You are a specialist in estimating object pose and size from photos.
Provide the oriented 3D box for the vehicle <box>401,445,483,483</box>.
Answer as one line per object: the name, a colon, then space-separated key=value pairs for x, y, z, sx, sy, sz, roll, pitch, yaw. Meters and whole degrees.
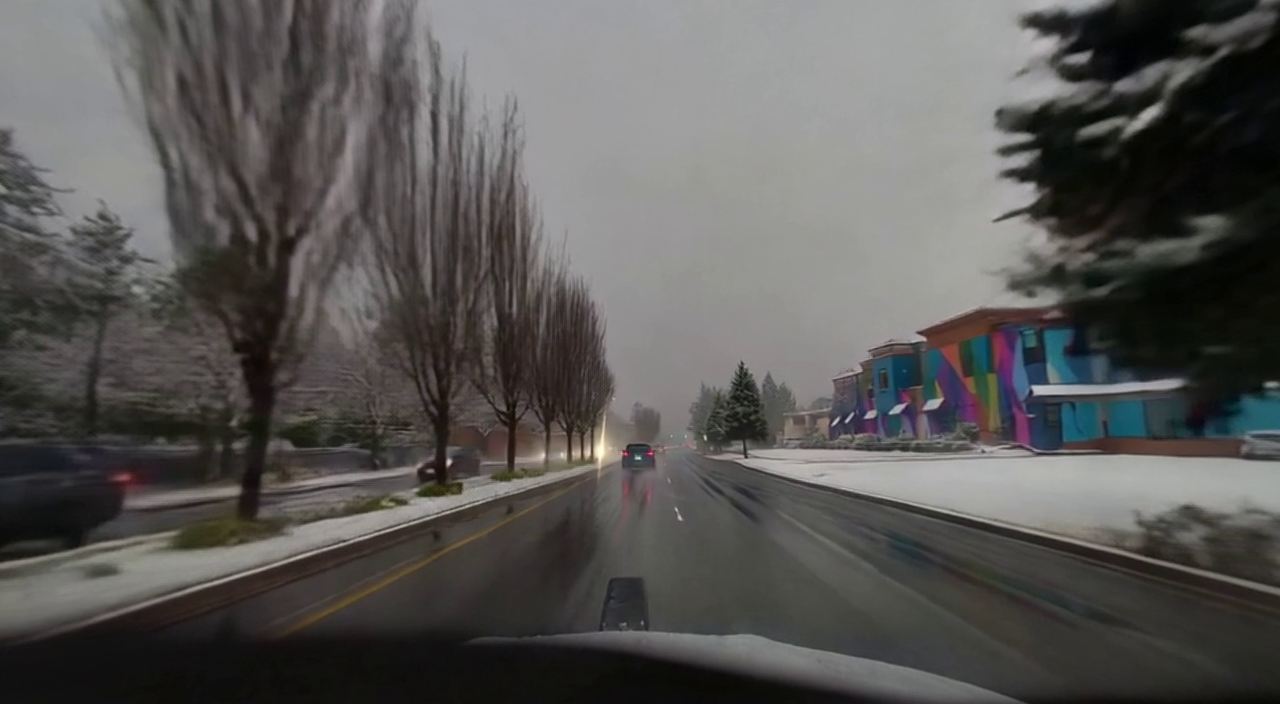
vehicle: x=-8.566 y=4.862 z=27.704 sx=1.935 sy=1.522 sz=4.348 roll=0 pitch=-8 yaw=3

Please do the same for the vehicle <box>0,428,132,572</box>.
vehicle: x=-9.037 y=1.776 z=7.464 sx=2.093 sy=1.772 sz=4.478 roll=0 pitch=-8 yaw=3

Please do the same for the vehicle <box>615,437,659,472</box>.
vehicle: x=-0.070 y=5.355 z=33.135 sx=2.129 sy=1.713 sz=4.314 roll=0 pitch=-8 yaw=2

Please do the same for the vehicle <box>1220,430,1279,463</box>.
vehicle: x=30.742 y=4.680 z=31.299 sx=3.781 sy=1.533 sz=1.683 roll=5 pitch=-10 yaw=-30
